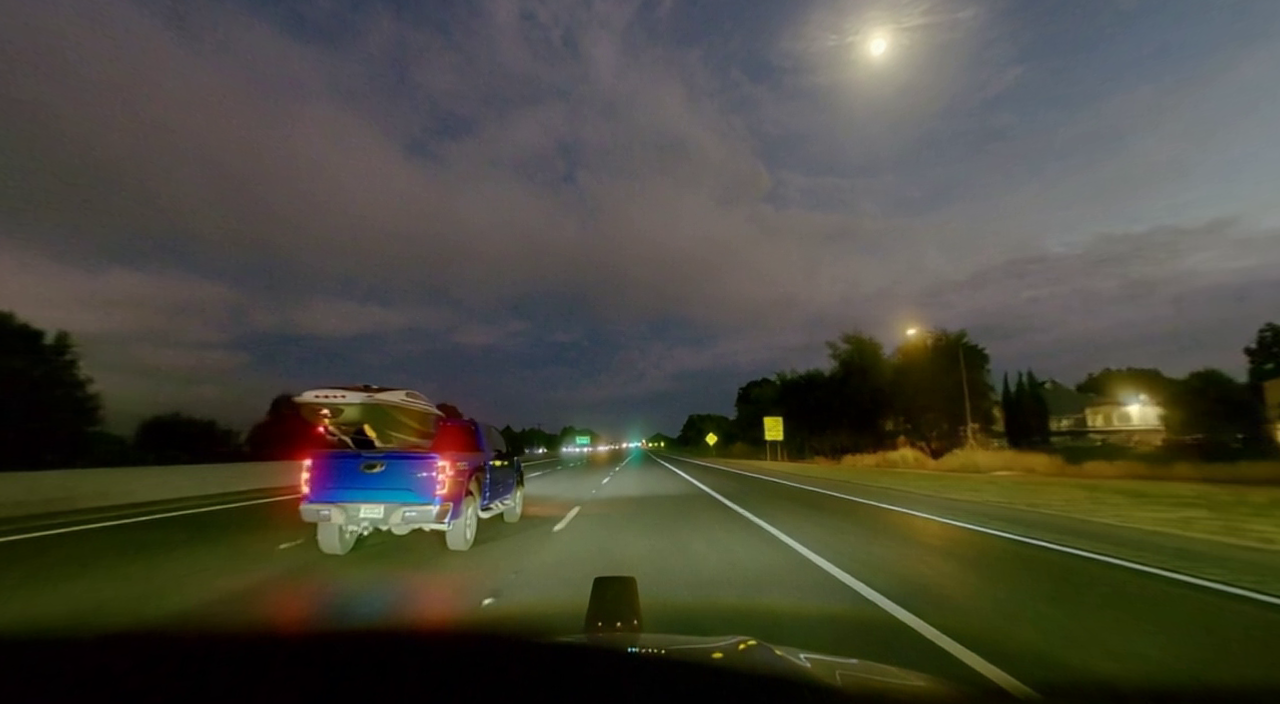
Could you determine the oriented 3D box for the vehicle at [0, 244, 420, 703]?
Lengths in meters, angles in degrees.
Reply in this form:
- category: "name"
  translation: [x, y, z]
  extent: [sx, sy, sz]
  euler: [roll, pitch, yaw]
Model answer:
- category: "vehicle"
  translation: [-2.827, 0.750, 2.434]
  extent: [1.919, 1.935, 5.609]
  euler: [0, -8, 0]
